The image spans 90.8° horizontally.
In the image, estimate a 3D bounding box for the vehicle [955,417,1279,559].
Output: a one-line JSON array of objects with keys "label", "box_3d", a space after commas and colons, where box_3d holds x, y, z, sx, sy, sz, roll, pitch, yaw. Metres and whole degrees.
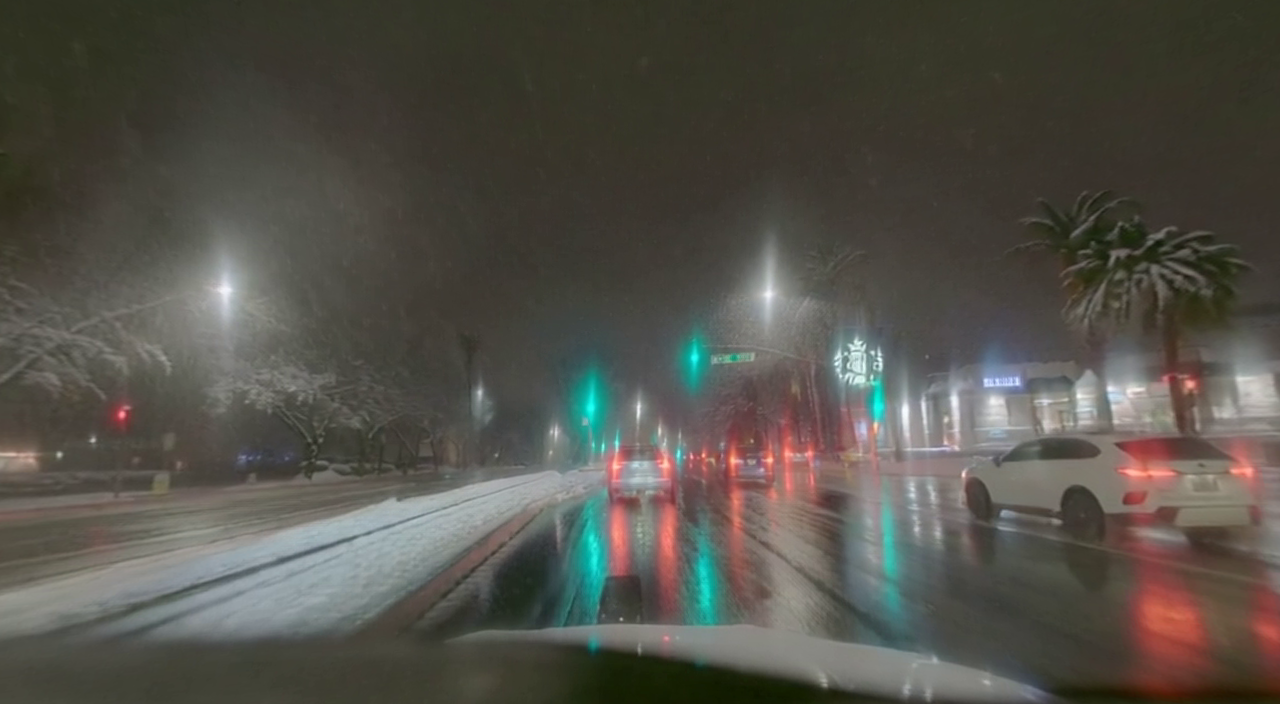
[{"label": "vehicle", "box_3d": [6.908, 1.943, 9.706, 1.940, 1.674, 4.085, 0, -9, -1]}]

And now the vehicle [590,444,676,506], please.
[{"label": "vehicle", "box_3d": [-0.190, 3.304, 17.457, 2.110, 1.487, 3.873, 0, -9, -1]}]

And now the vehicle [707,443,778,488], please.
[{"label": "vehicle", "box_3d": [3.823, 4.295, 24.238, 1.892, 1.532, 4.177, 0, -9, -1]}]

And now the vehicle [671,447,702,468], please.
[{"label": "vehicle", "box_3d": [3.567, 8.233, 49.500, 2.012, 1.570, 4.600, 0, -9, -1]}]
